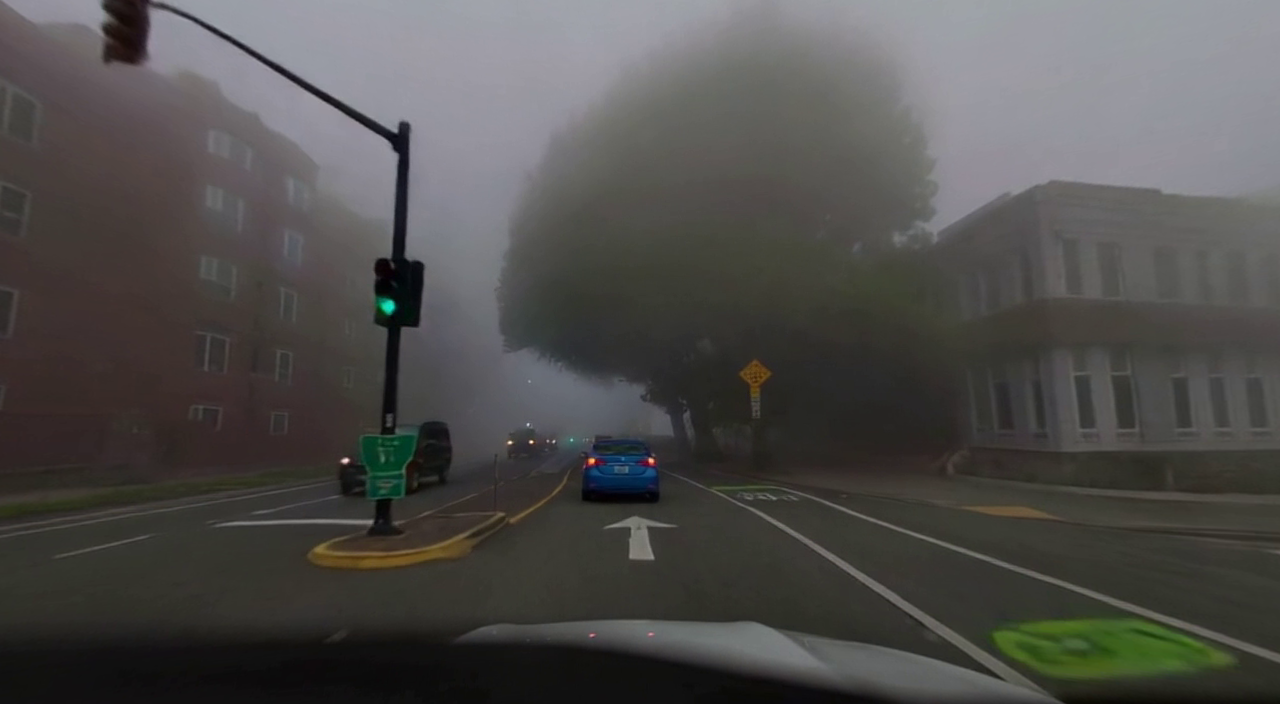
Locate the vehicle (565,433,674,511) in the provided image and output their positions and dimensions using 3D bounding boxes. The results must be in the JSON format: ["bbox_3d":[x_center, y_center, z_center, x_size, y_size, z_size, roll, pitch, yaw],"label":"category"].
[{"bbox_3d":[-0.612,2.466,13.581,1.950,1.401,4.159,1,-8,-7],"label":"vehicle"}]
